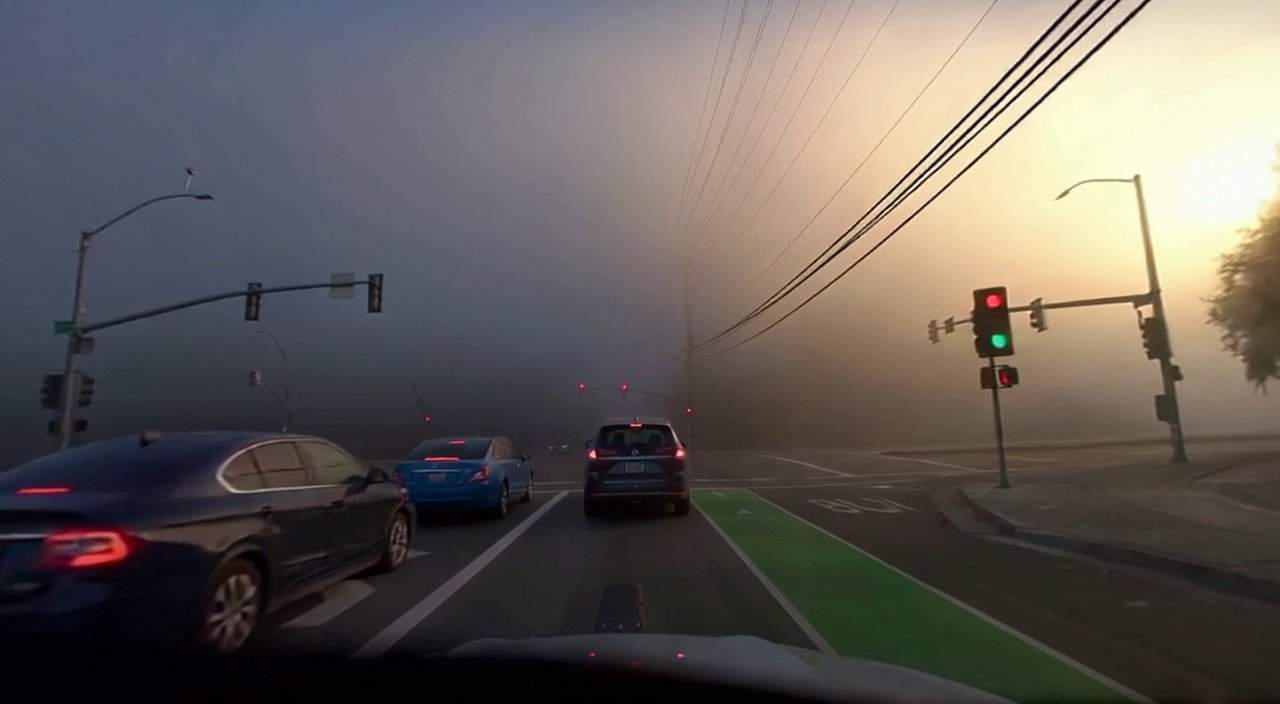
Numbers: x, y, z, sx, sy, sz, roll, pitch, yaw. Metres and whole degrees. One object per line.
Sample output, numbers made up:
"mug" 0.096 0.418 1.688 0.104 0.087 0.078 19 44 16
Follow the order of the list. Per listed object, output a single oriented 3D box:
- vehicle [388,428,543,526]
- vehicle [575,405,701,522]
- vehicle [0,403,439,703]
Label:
"vehicle" -3.001 2.247 11.755 1.726 1.506 3.840 0 -9 1
"vehicle" -0.075 2.234 12.957 2.036 1.885 5.196 0 -9 -1
"vehicle" -3.505 1.273 4.978 2.138 1.488 5.327 0 -7 -1
